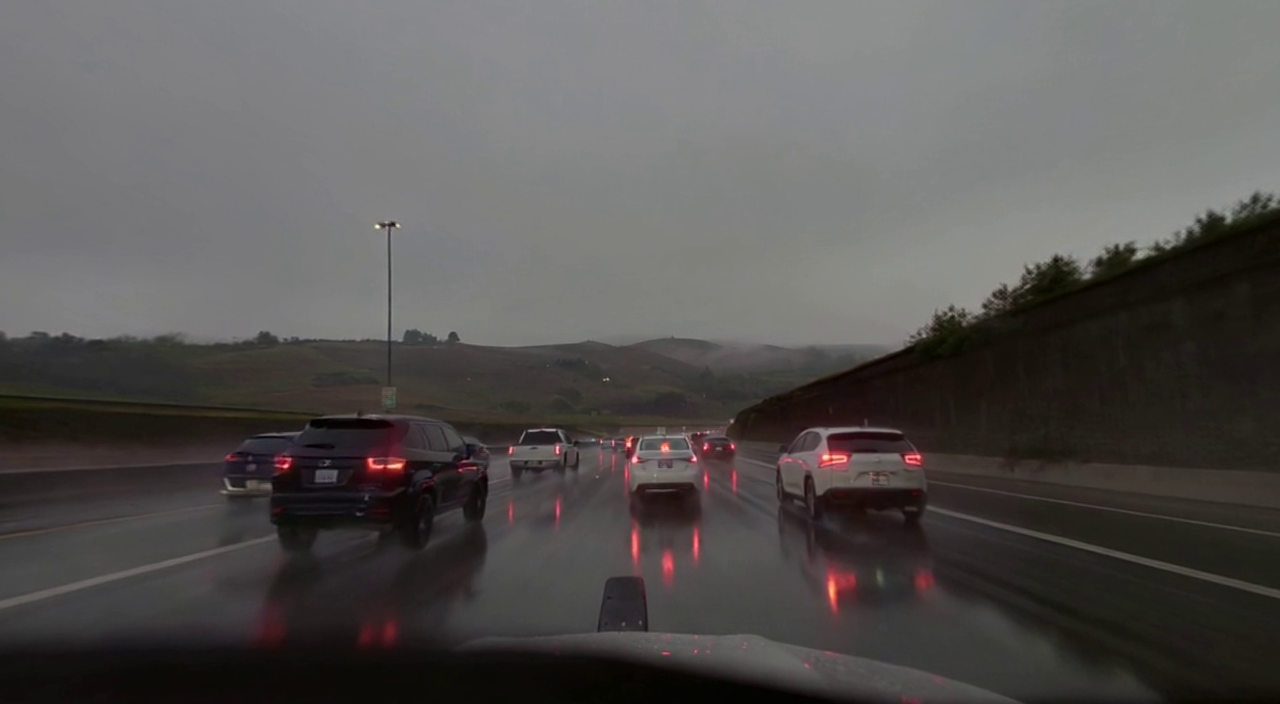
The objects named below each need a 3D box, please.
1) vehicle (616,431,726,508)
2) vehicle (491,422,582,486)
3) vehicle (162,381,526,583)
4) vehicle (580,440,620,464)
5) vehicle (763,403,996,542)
[{"bbox_3d":[0.619,2.579,14.350,2.105,1.471,4.349,0,-8,1],"label":"vehicle"},{"bbox_3d":[-3.204,3.292,20.666,1.997,1.806,5.002,0,-8,1],"label":"vehicle"},{"bbox_3d":[-3.311,1.615,8.744,2.301,1.902,5.374,0,-8,1],"label":"vehicle"},{"bbox_3d":[-2.347,6.013,38.195,1.973,1.378,3.677,-1,-8,4],"label":"vehicle"},{"bbox_3d":[3.510,1.862,10.386,2.046,1.765,4.534,0,-8,0],"label":"vehicle"}]
